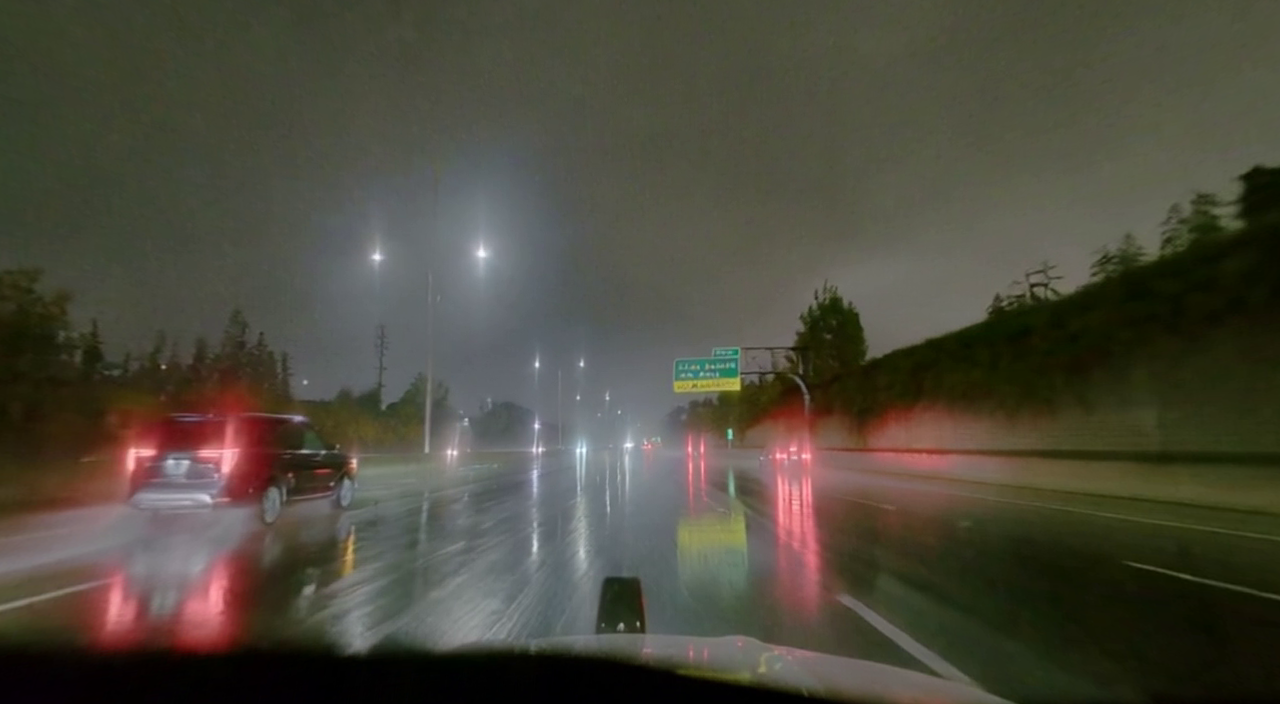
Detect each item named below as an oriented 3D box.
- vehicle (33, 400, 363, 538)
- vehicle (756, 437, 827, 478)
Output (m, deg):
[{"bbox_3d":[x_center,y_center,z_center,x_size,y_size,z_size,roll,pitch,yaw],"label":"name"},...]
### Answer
[{"bbox_3d":[-7.654,2.118,11.906,2.431,2.005,5.166,0,-9,0],"label":"vehicle"},{"bbox_3d":[7.017,4.953,29.681,2.167,1.781,4.340,0,-9,-1],"label":"vehicle"}]
